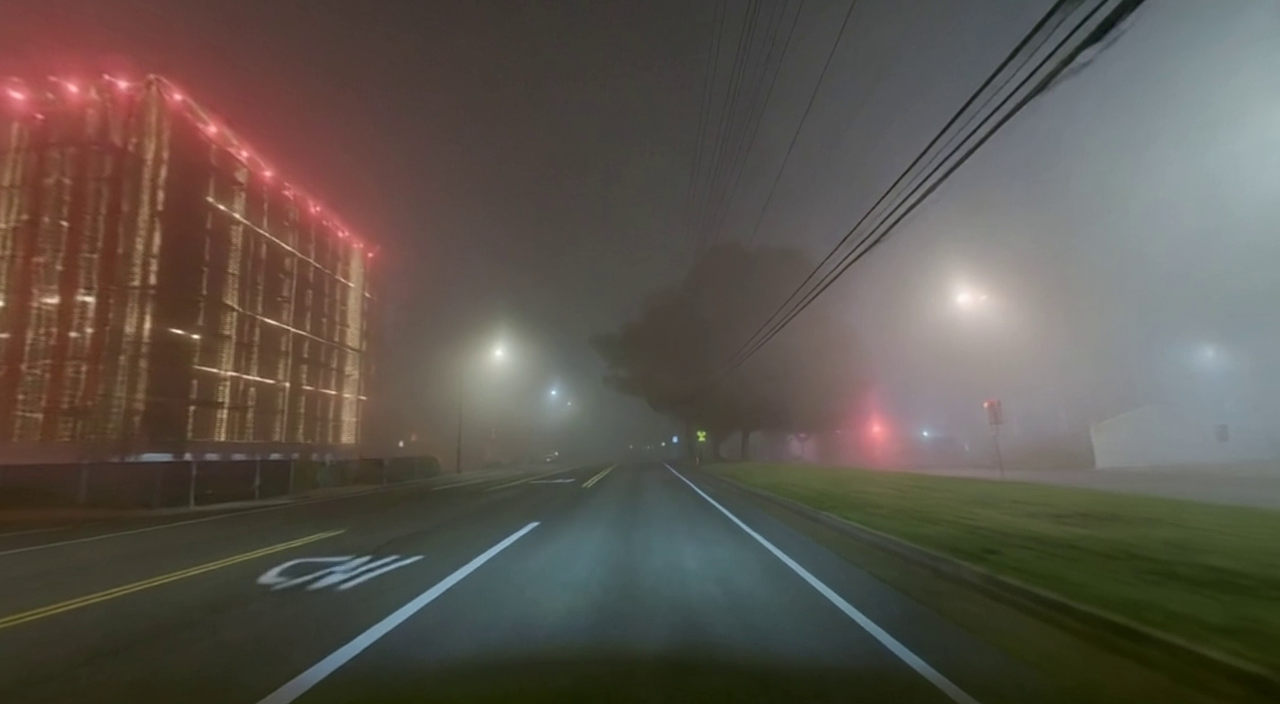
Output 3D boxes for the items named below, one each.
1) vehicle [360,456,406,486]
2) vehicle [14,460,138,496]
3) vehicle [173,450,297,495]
[{"bbox_3d":[-15.645,7.168,38.245,2.002,1.683,4.664,5,-11,-28],"label":"vehicle"},{"bbox_3d":[-26.386,5.887,29.560,3.998,1.574,1.889,0,-9,2],"label":"vehicle"},{"bbox_3d":[-20.300,6.032,31.748,4.712,1.927,2.237,-3,-10,0],"label":"vehicle"}]
